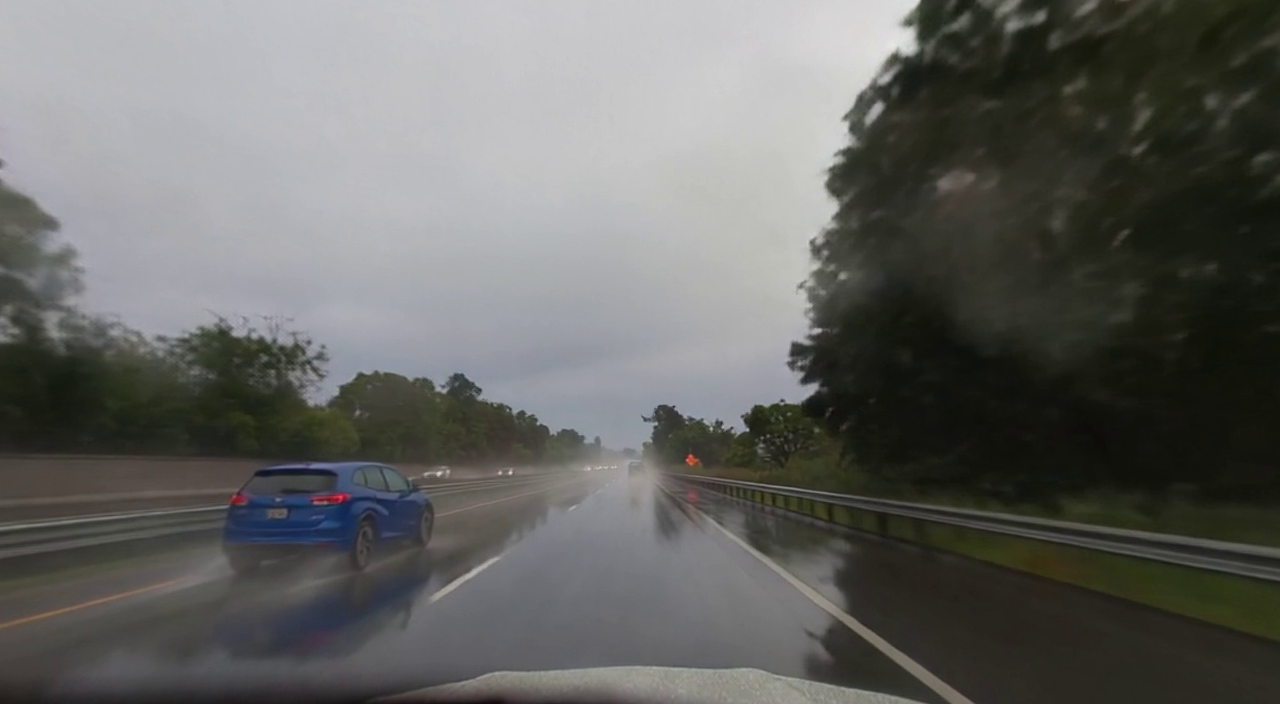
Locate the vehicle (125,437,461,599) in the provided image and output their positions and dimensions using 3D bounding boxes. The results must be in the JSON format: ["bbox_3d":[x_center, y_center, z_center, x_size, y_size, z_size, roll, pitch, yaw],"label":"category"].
[{"bbox_3d":[-3.953,1.990,8.201,2.017,1.516,4.041,1,-11,0],"label":"vehicle"}]
